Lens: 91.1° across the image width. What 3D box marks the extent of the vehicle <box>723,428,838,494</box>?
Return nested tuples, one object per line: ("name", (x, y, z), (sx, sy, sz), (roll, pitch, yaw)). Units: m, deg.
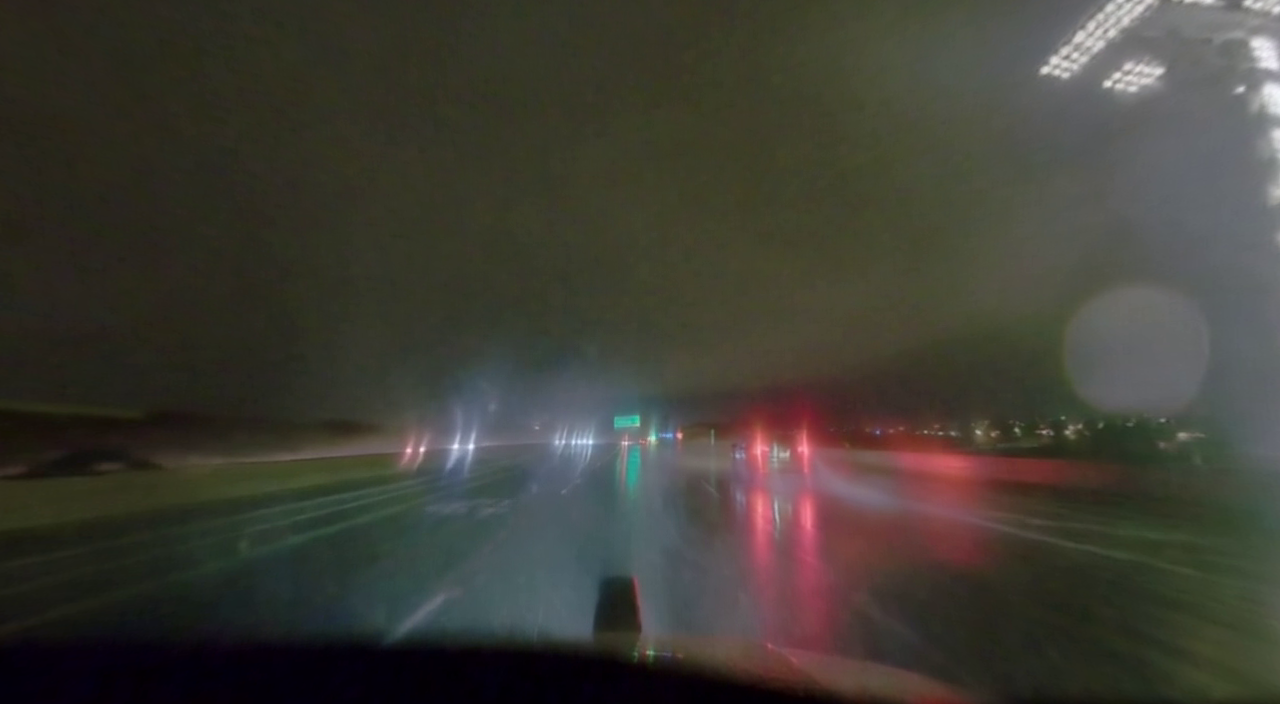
("vehicle", (3.452, 2.747, 16.253), (1.946, 1.481, 3.969), (0, -8, -2))
